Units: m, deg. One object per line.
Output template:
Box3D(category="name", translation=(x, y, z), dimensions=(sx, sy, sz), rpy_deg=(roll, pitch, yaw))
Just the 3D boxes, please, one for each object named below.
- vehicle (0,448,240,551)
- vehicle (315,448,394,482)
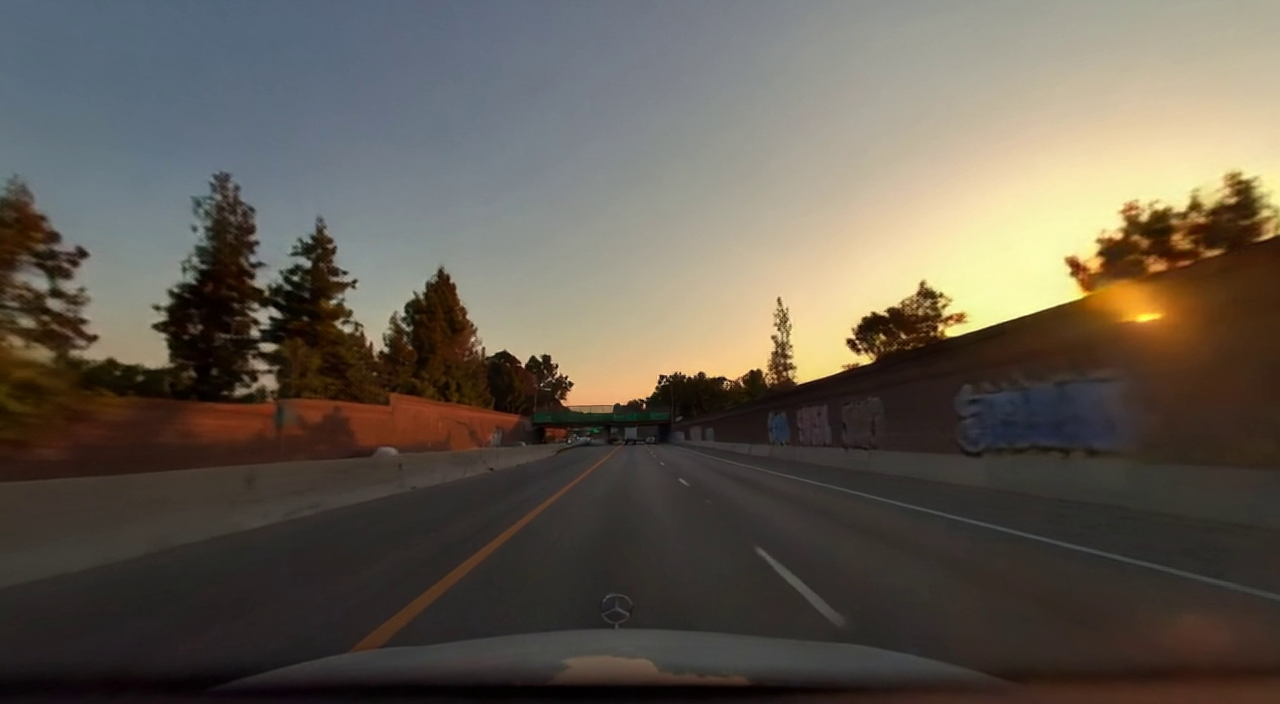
Box3D(category="vehicle", translation=(-9.061, 2.414, 10.968), dimensions=(1.844, 1.426, 3.534), rpy_deg=(0, -8, 0))
Box3D(category="vehicle", translation=(-13.807, 5.449, 30.772), dimensions=(1.883, 1.438, 4.378), rpy_deg=(0, -8, -1))
